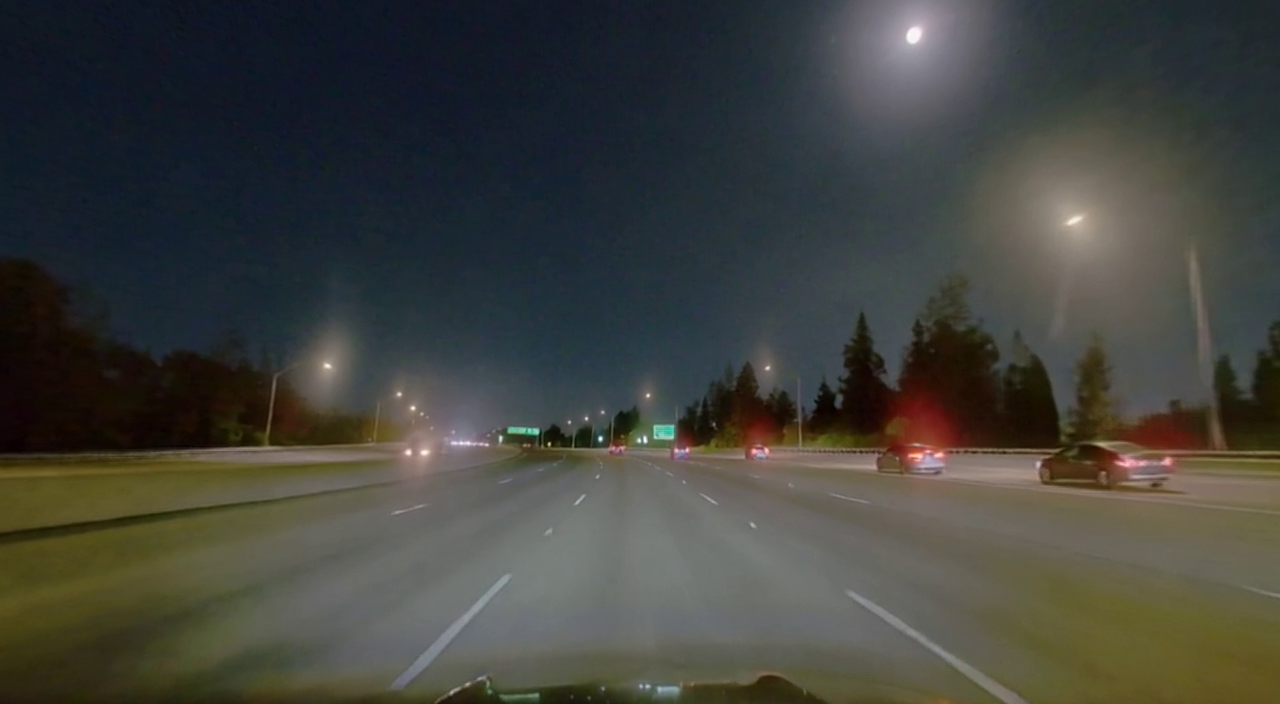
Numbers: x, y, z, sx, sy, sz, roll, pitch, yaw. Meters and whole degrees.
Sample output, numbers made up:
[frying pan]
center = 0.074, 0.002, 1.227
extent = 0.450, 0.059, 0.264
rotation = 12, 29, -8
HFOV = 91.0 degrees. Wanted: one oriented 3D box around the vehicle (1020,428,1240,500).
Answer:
[vehicle]
center = 14.048, 3.250, 18.673
extent = 2.107, 1.803, 5.385
rotation = 0, -9, -1
